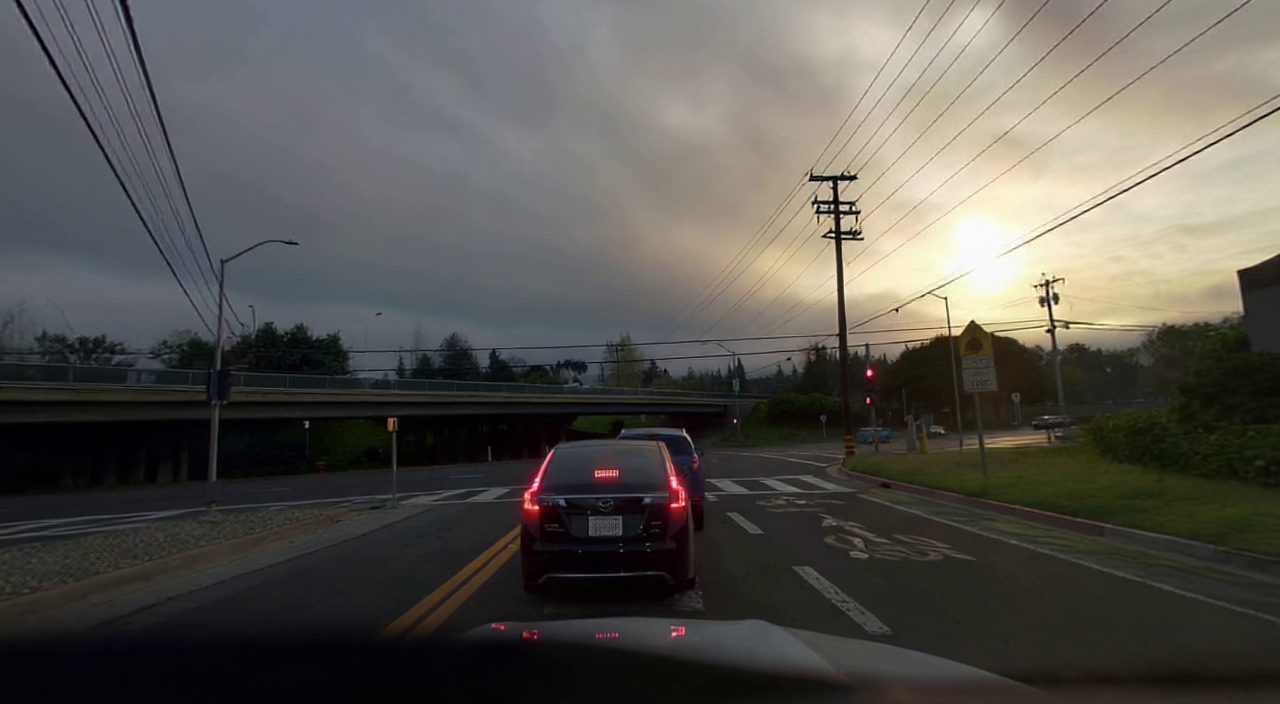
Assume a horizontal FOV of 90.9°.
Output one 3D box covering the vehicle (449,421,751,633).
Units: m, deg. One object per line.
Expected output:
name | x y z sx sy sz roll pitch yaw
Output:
vehicle | -0.242 1.527 6.465 2.090 1.458 4.033 -1 -9 1
